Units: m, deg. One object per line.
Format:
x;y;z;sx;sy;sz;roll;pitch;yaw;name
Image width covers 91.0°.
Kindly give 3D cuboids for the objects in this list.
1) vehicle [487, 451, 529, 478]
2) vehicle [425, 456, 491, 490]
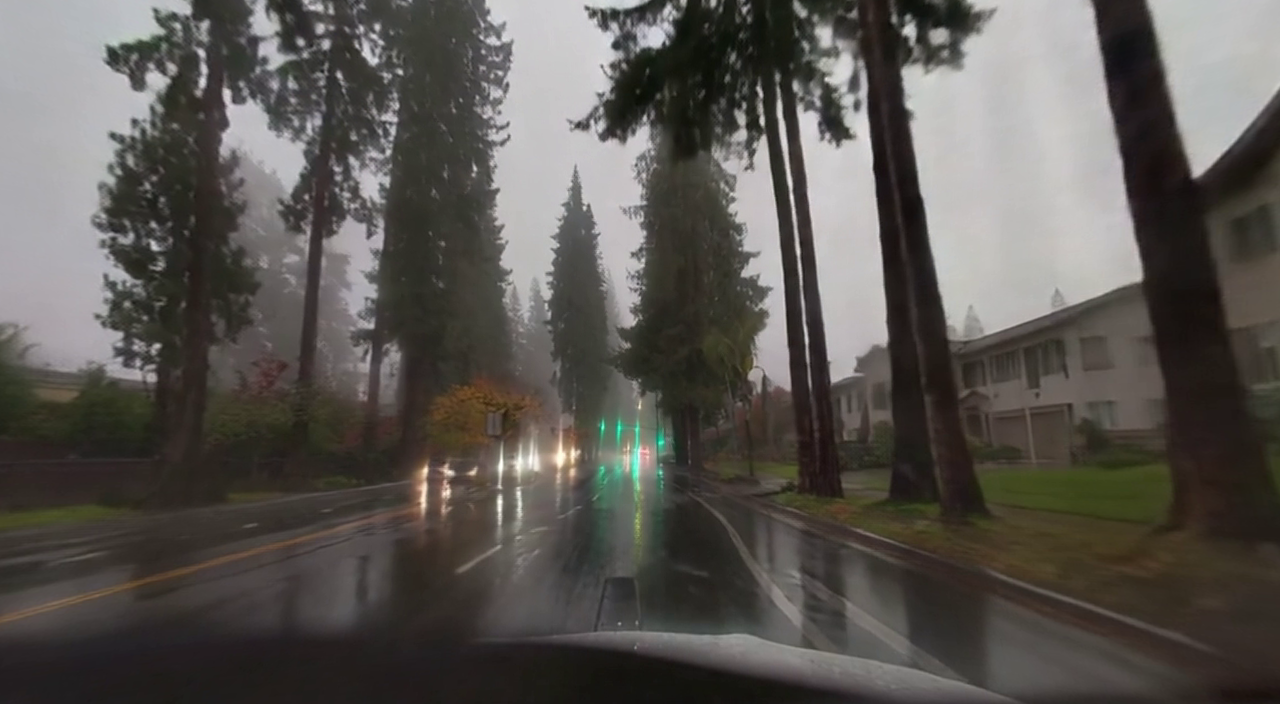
-9.550;8.172;45.896;2.057;1.805;4.933;0;-9;0;vehicle
-8.880;5.911;31.088;2.050;1.486;4.512;0;-8;-2;vehicle
